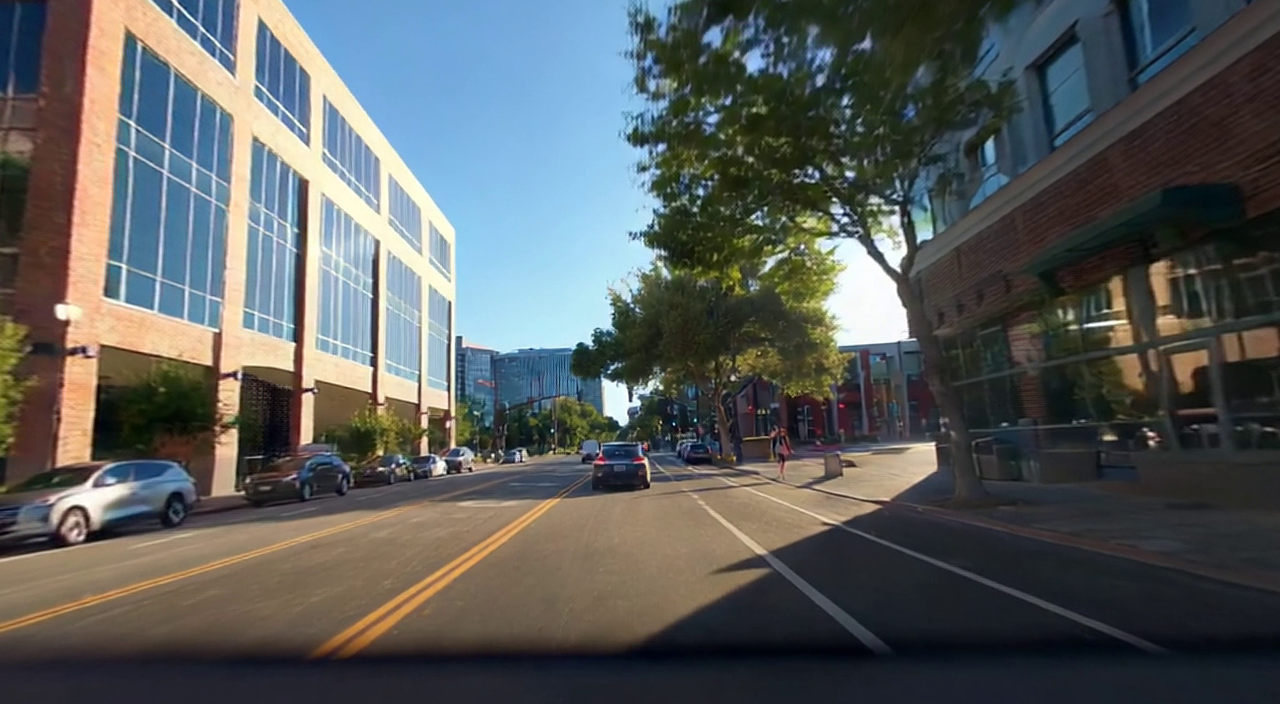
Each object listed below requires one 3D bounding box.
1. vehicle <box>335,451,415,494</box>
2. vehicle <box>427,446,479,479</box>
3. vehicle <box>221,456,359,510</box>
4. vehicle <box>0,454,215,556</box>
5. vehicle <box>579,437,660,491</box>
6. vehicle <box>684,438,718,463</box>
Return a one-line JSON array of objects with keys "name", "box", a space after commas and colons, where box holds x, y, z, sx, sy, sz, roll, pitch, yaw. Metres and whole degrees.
[{"name": "vehicle", "box": [-12.213, 5.540, 29.400, 1.976, 1.577, 4.091, -5, -8, -1]}, {"name": "vehicle", "box": [-12.180, 7.208, 41.476, 2.090, 1.784, 4.832, -4, -8, -2]}, {"name": "vehicle", "box": [-11.861, 4.432, 21.885, 1.991, 1.507, 4.879, 0, -8, 0]}, {"name": "vehicle", "box": [-11.948, 3.133, 13.742, 2.077, 1.732, 4.704, 0, -8, 0]}, {"name": "vehicle", "box": [-0.597, 3.428, 19.736, 2.269, 1.479, 3.980, 0, -8, -1]}, {"name": "vehicle", "box": [4.234, 6.948, 44.583, 1.924, 1.645, 4.528, -1, -8, -1]}]
